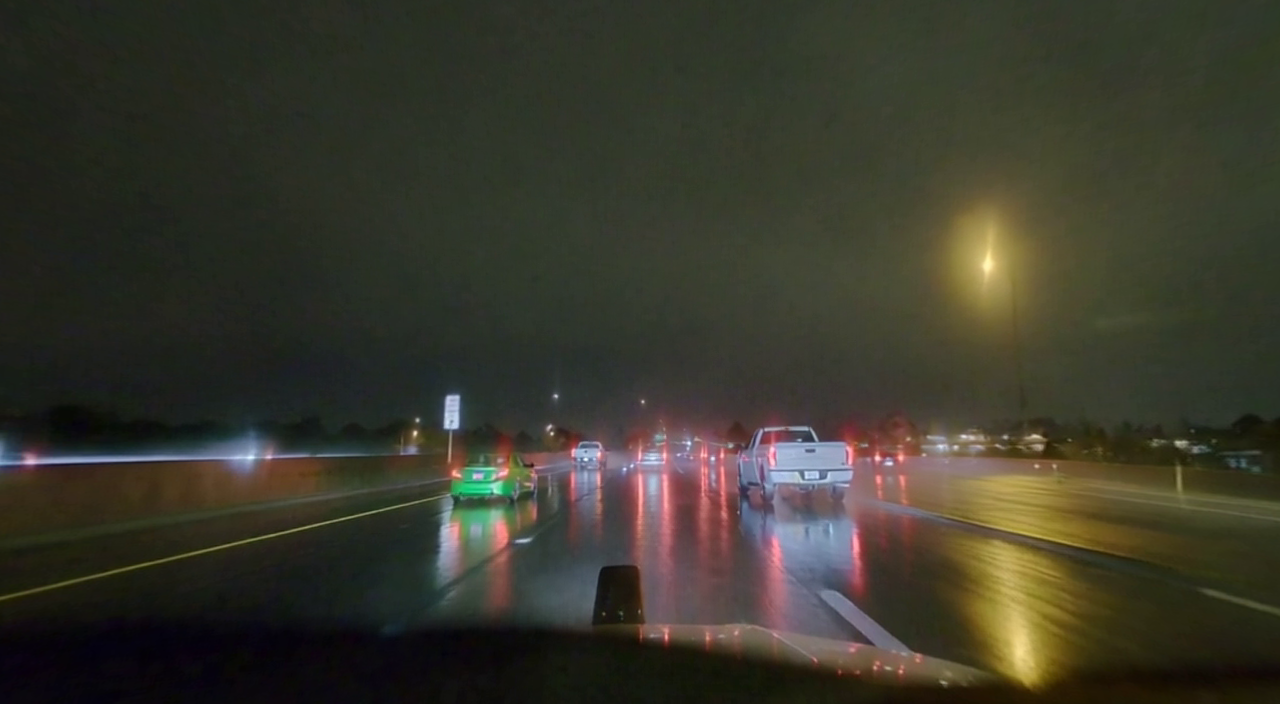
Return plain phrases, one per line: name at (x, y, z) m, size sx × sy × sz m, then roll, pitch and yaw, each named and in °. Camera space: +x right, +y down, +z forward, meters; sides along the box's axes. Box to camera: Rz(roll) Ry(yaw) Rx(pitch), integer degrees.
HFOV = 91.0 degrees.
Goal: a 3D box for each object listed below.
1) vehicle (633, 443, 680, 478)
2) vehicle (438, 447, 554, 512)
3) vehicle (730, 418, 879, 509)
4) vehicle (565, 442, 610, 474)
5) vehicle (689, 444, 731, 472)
vehicle at (0.761, 5.281, 30.926) m, size 2.147 × 1.572 × 4.094 m, roll 0°, pitch -9°, yaw 0°
vehicle at (-3.553, 3.213, 16.419) m, size 1.947 × 1.424 × 4.264 m, roll 0°, pitch -9°, yaw 1°
vehicle at (3.951, 2.824, 16.411) m, size 2.340 × 1.925 × 5.529 m, roll 0°, pitch -9°, yaw 0°
vehicle at (-3.066, 6.341, 38.032) m, size 2.176 × 1.783 × 4.799 m, roll 0°, pitch -9°, yaw 1°
vehicle at (4.460, 6.813, 40.725) m, size 2.145 × 1.636 × 4.437 m, roll 0°, pitch -9°, yaw 0°
